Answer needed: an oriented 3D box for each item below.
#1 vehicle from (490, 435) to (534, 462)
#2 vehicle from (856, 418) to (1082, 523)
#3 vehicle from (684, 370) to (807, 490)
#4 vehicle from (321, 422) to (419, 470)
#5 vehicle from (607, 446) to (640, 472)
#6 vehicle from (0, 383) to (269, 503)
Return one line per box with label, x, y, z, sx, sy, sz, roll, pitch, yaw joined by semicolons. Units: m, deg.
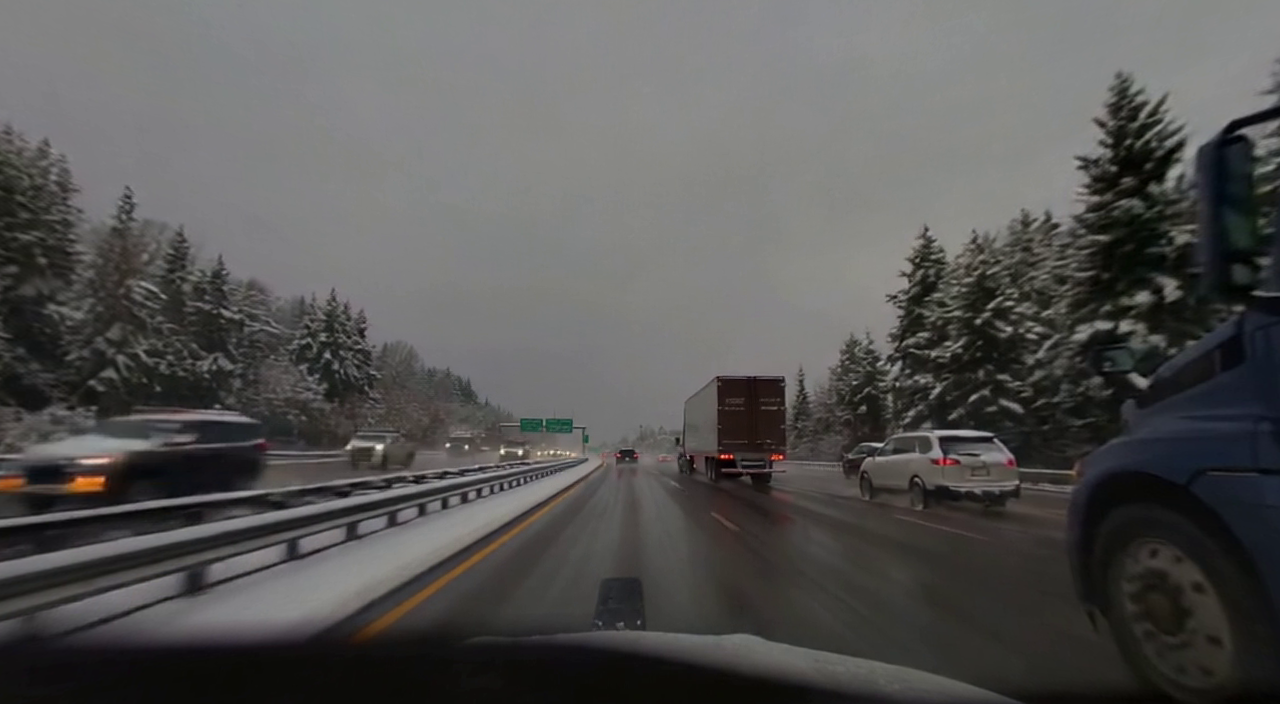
vehicle;-9.341;7.103;46.398;2.221;1.825;4.781;0;-9;-1
vehicle;6.825;2.534;13.964;2.128;1.872;5.043;0;-9;-2
vehicle;4.000;3.686;28.140;2.890;4.006;14.039;0;-9;-1
vehicle;-12.204;4.351;29.025;2.154;2.002;5.366;0;-9;0
vehicle;-1.095;7.035;41.482;2.111;1.599;3.859;0;-9;-2
vehicle;-8.712;1.577;10.814;2.011;1.632;4.371;0;-9;0
